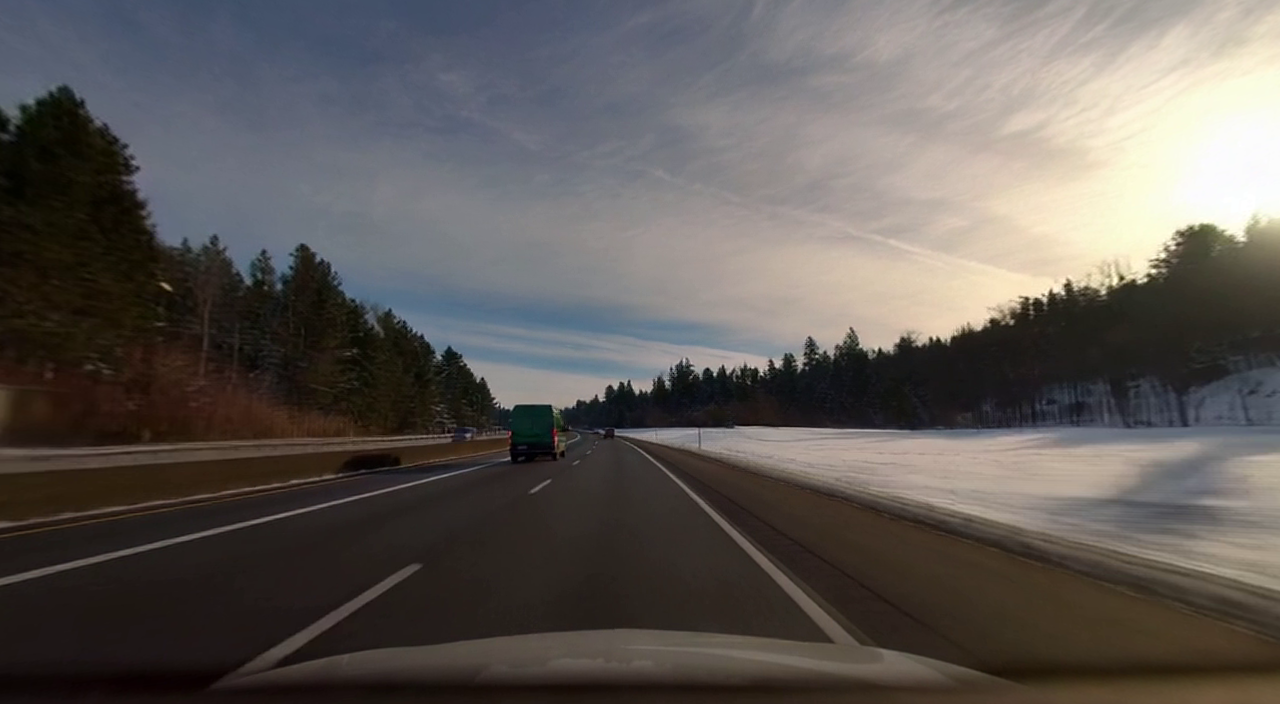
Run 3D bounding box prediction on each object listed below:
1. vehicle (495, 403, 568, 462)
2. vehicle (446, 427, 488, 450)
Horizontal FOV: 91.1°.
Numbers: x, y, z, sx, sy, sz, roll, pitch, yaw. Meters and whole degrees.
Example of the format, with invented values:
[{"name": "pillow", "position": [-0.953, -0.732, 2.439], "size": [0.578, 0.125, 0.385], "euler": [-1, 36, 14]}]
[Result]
[{"name": "vehicle", "position": [-4.935, 3.809, 29.559], "size": [2.561, 2.509, 5.465], "euler": [0, -8, -1]}, {"name": "vehicle", "position": [-12.820, 6.431, 46.797], "size": [1.907, 1.590, 4.292], "euler": [1, -7, -1]}]
